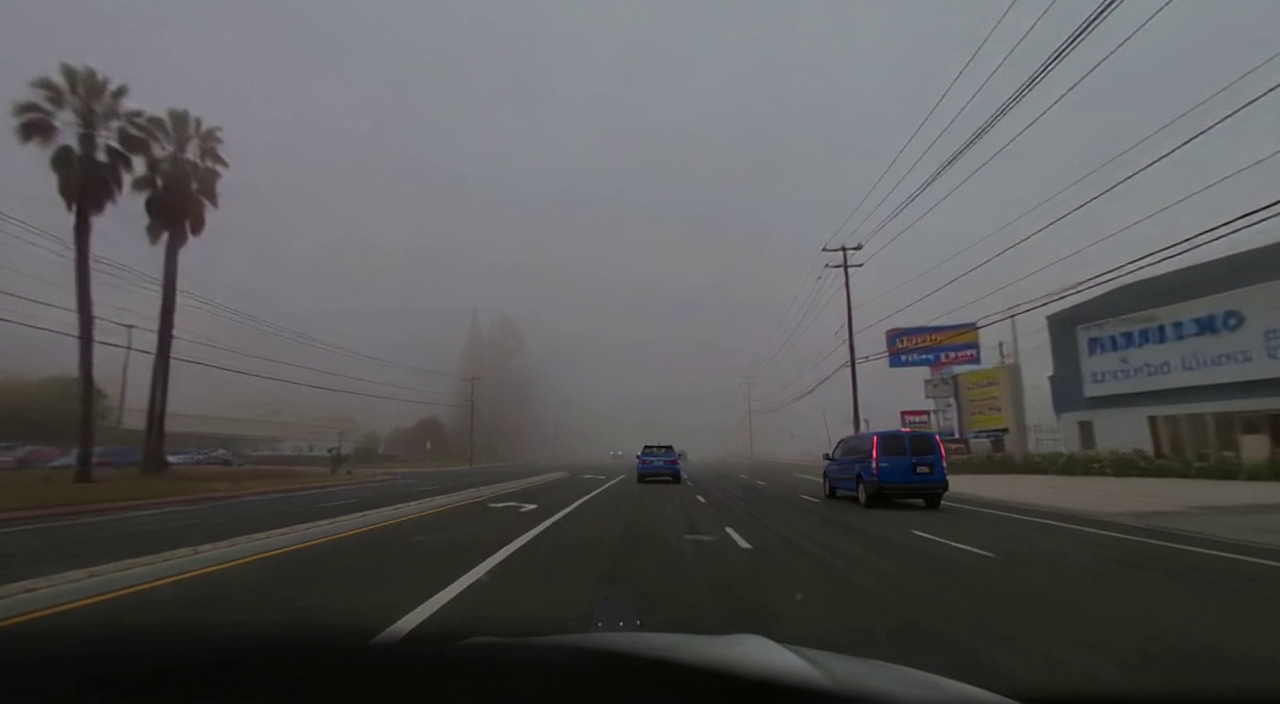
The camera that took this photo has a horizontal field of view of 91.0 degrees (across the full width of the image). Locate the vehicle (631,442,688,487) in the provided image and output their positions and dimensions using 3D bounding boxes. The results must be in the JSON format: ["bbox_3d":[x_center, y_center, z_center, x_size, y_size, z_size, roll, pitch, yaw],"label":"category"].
[{"bbox_3d":[0.795,4.585,25.894,2.138,1.672,4.168,0,-9,2],"label":"vehicle"}]

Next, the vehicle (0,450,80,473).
[{"bbox_3d":[-42.654,7.733,44.618,1.778,1.486,4.139,-1,-9,9],"label":"vehicle"}]

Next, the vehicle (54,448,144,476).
[{"bbox_3d":[-37.120,7.527,43.382,1.861,1.516,4.647,-4,-7,6],"label":"vehicle"}]

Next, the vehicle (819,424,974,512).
[{"bbox_3d":[6.356,2.926,16.286,2.107,1.928,4.471,0,-9,0],"label":"vehicle"}]

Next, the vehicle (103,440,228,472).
[{"bbox_3d":[-24.118,5.286,32.123,4.942,1.557,2.032,-1,-9,7],"label":"vehicle"}]
